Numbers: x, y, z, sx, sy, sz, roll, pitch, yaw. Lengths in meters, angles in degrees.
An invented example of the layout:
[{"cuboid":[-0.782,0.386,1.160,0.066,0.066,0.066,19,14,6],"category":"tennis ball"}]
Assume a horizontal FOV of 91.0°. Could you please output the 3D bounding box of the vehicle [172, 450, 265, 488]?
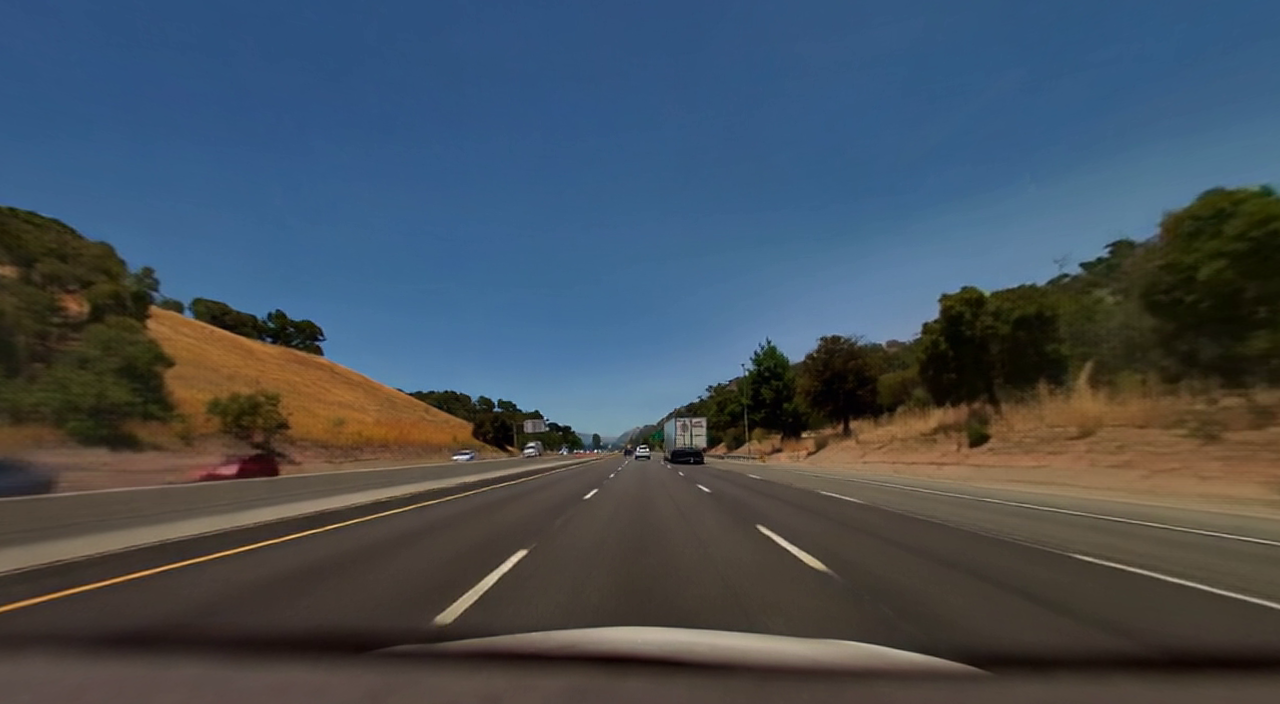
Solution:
[{"cuboid":[-20.867,5.785,31.401,1.834,1.721,3.888,0,-9,1],"category":"vehicle"}]
